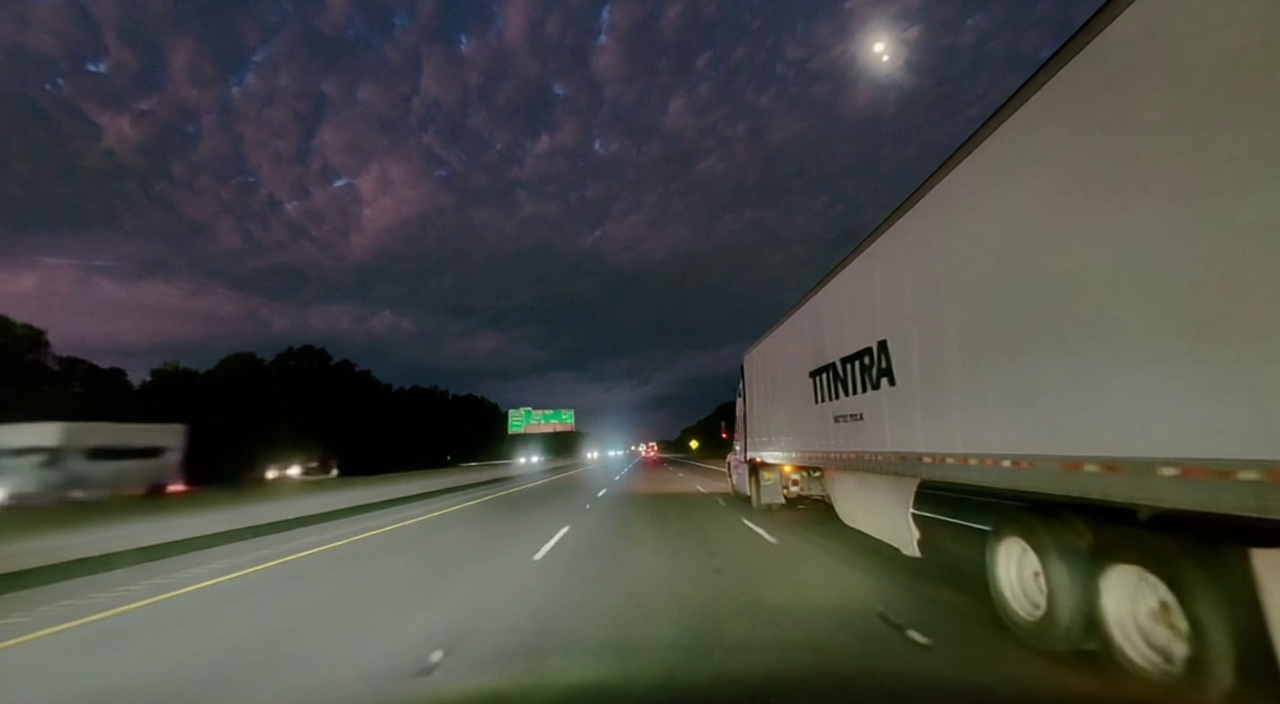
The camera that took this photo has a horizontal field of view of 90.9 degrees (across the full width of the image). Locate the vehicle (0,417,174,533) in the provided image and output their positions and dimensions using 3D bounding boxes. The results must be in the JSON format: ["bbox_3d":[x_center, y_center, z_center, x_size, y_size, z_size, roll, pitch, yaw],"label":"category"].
[{"bbox_3d":[-15.217,2.983,15.558,2.441,2.500,6.307,0,-9,1],"label":"vehicle"}]

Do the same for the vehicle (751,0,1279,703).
[{"bbox_3d":[4.077,0.423,7.252,2.947,4.020,14.220,0,-9,0],"label":"vehicle"}]

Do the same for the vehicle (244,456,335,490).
[{"bbox_3d":[-18.648,6.436,33.807,1.960,1.618,4.853,0,-9,2],"label":"vehicle"}]
